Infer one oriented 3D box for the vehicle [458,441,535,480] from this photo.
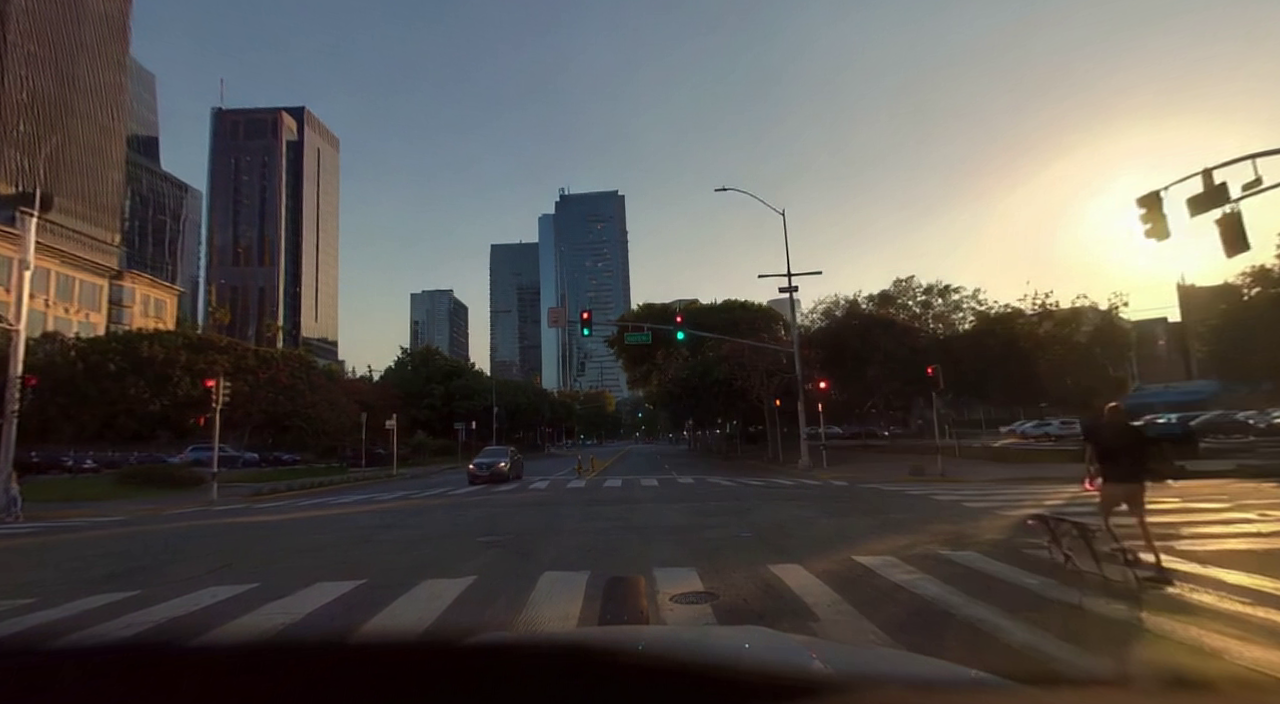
[{"bbox_3d":[-5.892,4.498,26.487,2.127,1.473,4.428,0,-8,1],"label":"vehicle"}]
